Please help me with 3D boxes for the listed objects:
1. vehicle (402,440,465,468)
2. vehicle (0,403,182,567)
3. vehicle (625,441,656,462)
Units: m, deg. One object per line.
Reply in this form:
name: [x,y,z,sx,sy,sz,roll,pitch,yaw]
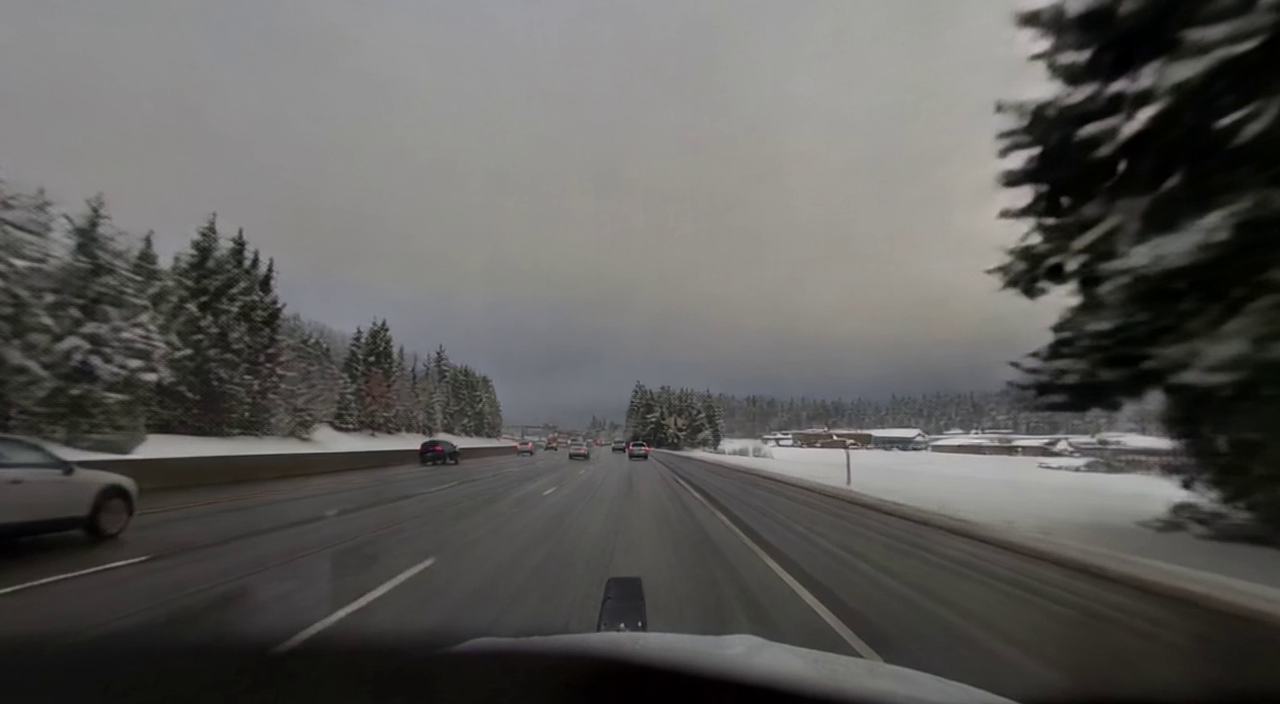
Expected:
vehicle: [-11.929,5.917,36.612,2.056,1.489,4.852,0,-8,0]
vehicle: [-7.889,1.408,6.663,2.238,1.712,5.000,0,-8,1]
vehicle: [-0.035,7.152,45.208,2.060,1.465,3.974,0,-8,-2]
